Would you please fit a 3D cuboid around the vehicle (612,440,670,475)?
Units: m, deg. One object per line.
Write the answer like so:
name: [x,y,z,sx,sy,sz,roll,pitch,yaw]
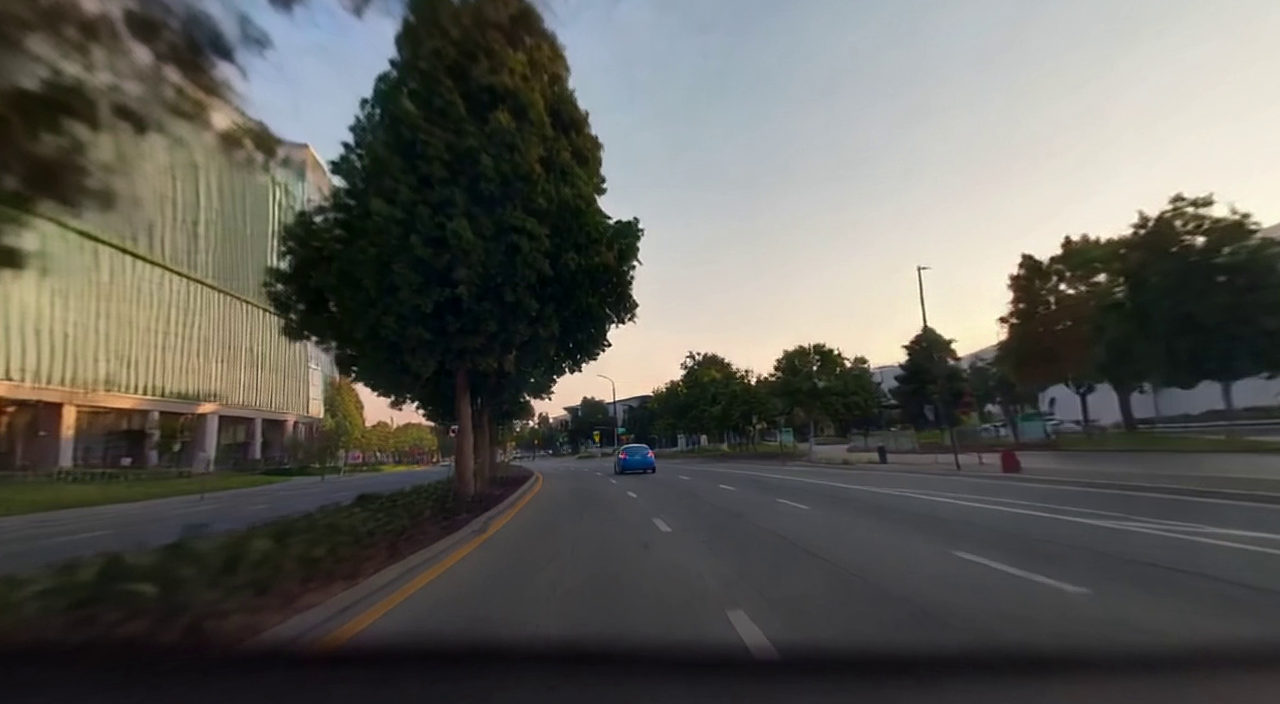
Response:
vehicle: [-0.042,5.374,32.407,2.165,1.633,4.381,1,-9,-10]
